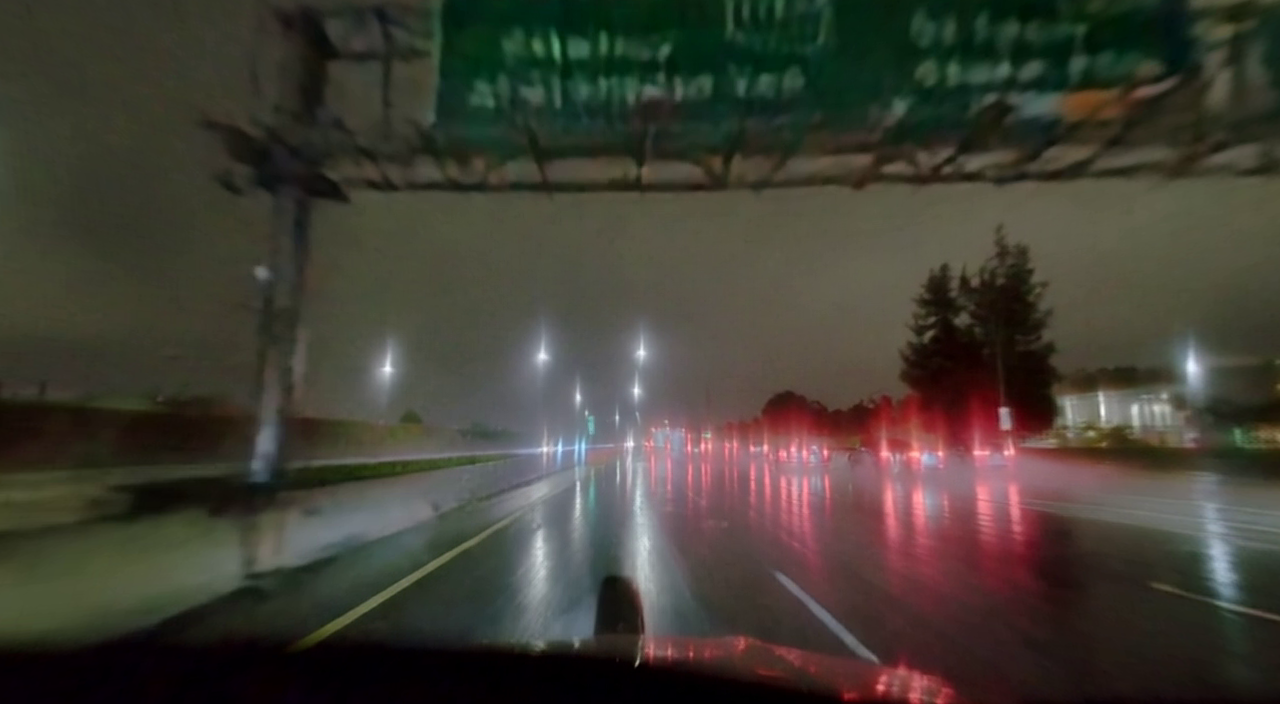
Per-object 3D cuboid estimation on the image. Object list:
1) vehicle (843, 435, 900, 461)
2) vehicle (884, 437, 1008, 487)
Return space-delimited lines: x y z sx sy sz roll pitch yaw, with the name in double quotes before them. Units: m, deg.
"vehicle" 16.441 6.880 45.218 2.034 1.698 5.065 0 -9 -2
"vehicle" 9.527 3.451 20.089 1.836 1.418 4.132 0 -9 -1
